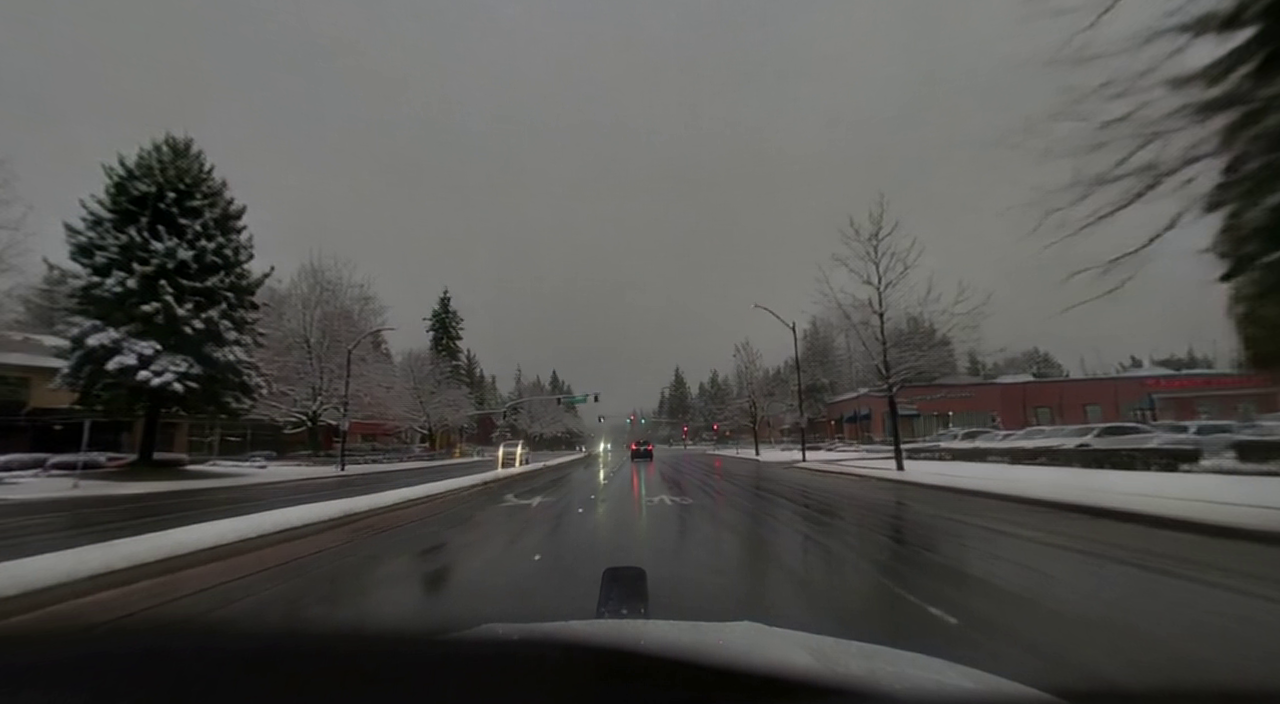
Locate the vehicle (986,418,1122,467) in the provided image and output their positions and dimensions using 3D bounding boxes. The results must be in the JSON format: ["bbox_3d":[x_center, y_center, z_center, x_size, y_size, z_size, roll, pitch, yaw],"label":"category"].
[{"bbox_3d":[17.009,3.764,26.117,3.928,1.661,2.249,-4,-9,-1],"label":"vehicle"}]

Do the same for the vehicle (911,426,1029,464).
[{"bbox_3d":[17.709,5.006,34.024,5.117,1.933,2.035,-1,-8,3],"label":"vehicle"}]

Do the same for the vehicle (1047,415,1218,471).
[{"bbox_3d":[18.135,3.367,23.329,4.904,1.577,1.863,-3,-9,-8],"label":"vehicle"}]

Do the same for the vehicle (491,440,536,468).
[{"bbox_3d":[-8.611,6.982,43.222,2.149,1.793,4.468,0,-9,0],"label":"vehicle"}]
